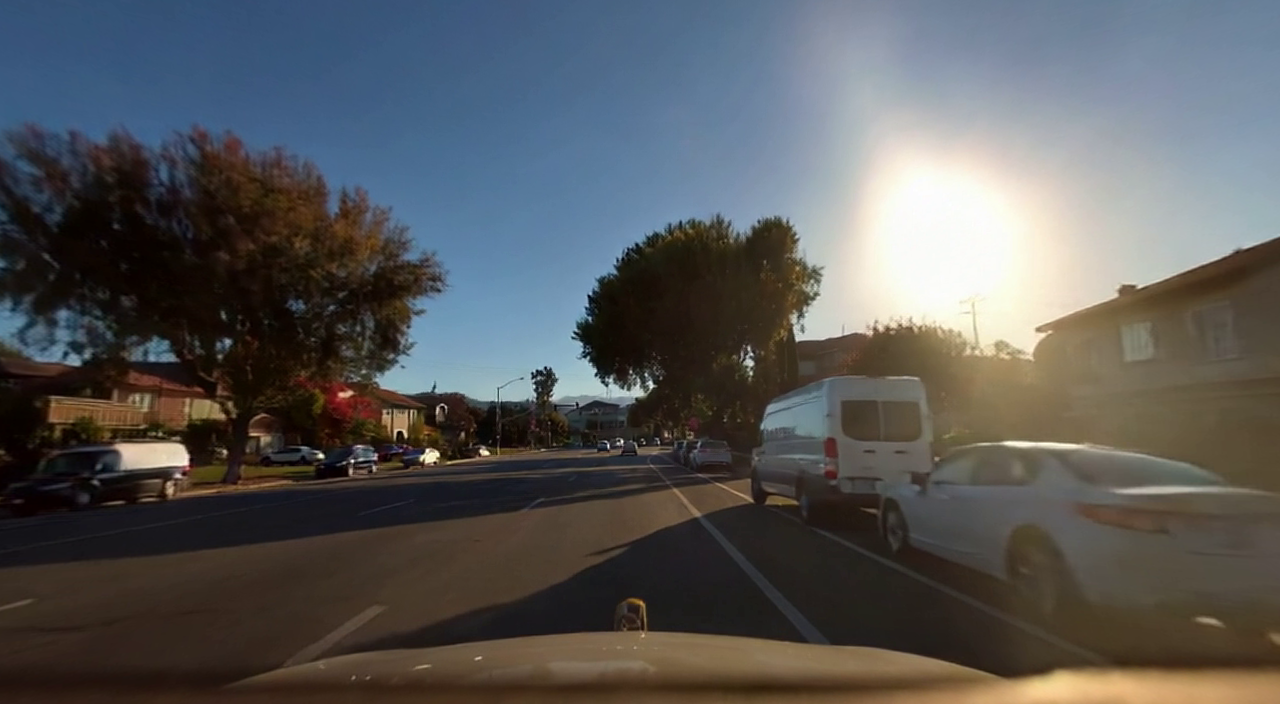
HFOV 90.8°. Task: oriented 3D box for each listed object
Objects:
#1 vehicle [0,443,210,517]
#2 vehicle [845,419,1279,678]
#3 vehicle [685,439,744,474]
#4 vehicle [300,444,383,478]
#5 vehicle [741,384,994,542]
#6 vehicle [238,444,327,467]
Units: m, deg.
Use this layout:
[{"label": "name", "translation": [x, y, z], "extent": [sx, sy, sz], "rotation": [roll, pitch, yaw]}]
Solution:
[{"label": "vehicle", "translation": [-14.331, 3.268, 16.845], "extent": [2.045, 1.636, 5.214], "rotation": [0, -8, 0]}, {"label": "vehicle", "translation": [3.799, 1.474, 6.000], "extent": [1.994, 1.450, 4.662], "rotation": [1, -8, -2]}, {"label": "vehicle", "translation": [3.321, 4.744, 28.982], "extent": [1.956, 1.468, 4.524], "rotation": [0, -8, -2]}, {"label": "vehicle", "translation": [-14.803, 5.405, 31.705], "extent": [1.923, 1.535, 4.862], "rotation": [0, -8, -2]}, {"label": "vehicle", "translation": [3.582, 1.937, 11.525], "extent": [2.521, 2.168, 5.478], "rotation": [0, -8, 0]}, {"label": "vehicle", "translation": [-23.079, 6.701, 40.918], "extent": [4.599, 1.433, 1.863], "rotation": [1, -9, -3]}]
